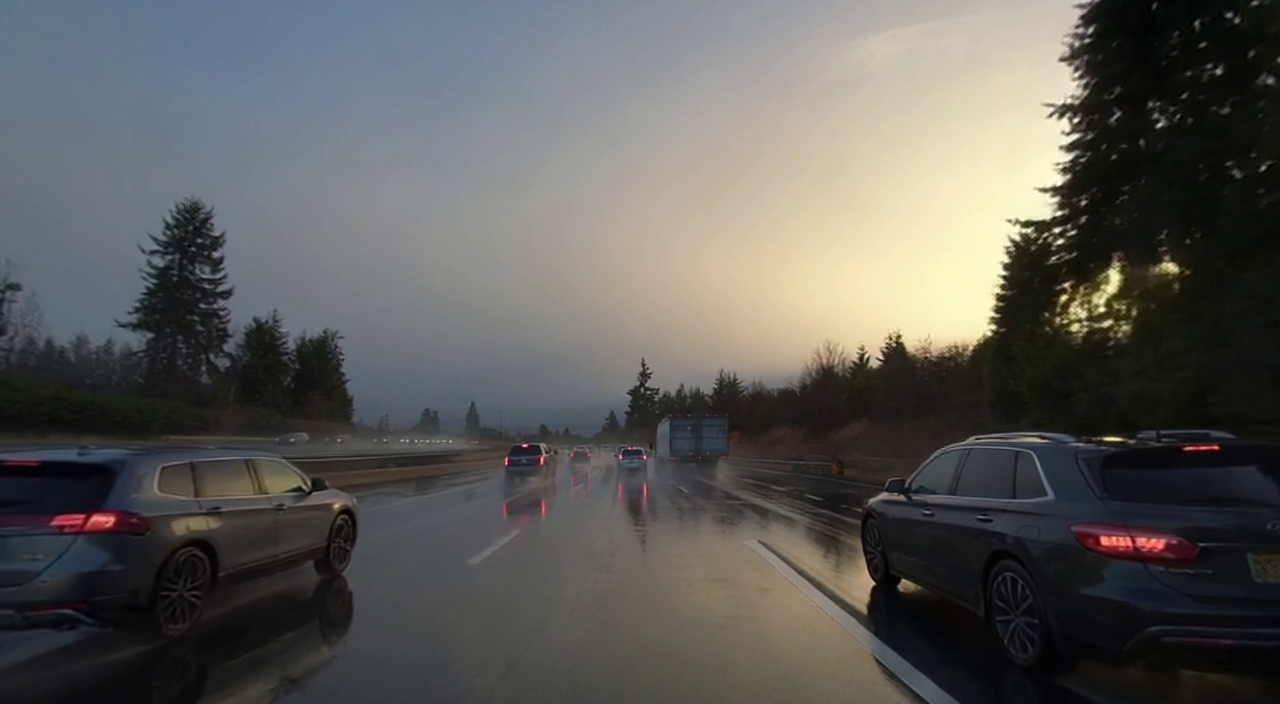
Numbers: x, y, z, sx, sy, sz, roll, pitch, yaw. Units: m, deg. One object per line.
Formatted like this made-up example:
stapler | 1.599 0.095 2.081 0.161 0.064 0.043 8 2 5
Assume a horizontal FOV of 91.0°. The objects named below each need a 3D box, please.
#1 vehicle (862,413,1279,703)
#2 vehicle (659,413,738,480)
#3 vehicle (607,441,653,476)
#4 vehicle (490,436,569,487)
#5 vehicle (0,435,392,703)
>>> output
vehicle | 3.092 1.212 3.657 2.031 1.504 4.327 0 -9 0
vehicle | 3.098 5.628 37.591 3.426 3.279 12.313 0 -9 -1
vehicle | -0.502 5.541 32.881 2.235 1.682 4.094 0 -9 -1
vehicle | -4.184 4.237 24.698 2.176 1.783 4.799 0 -9 0
vehicle | -4.079 1.487 5.524 1.947 1.424 4.264 0 -9 2
